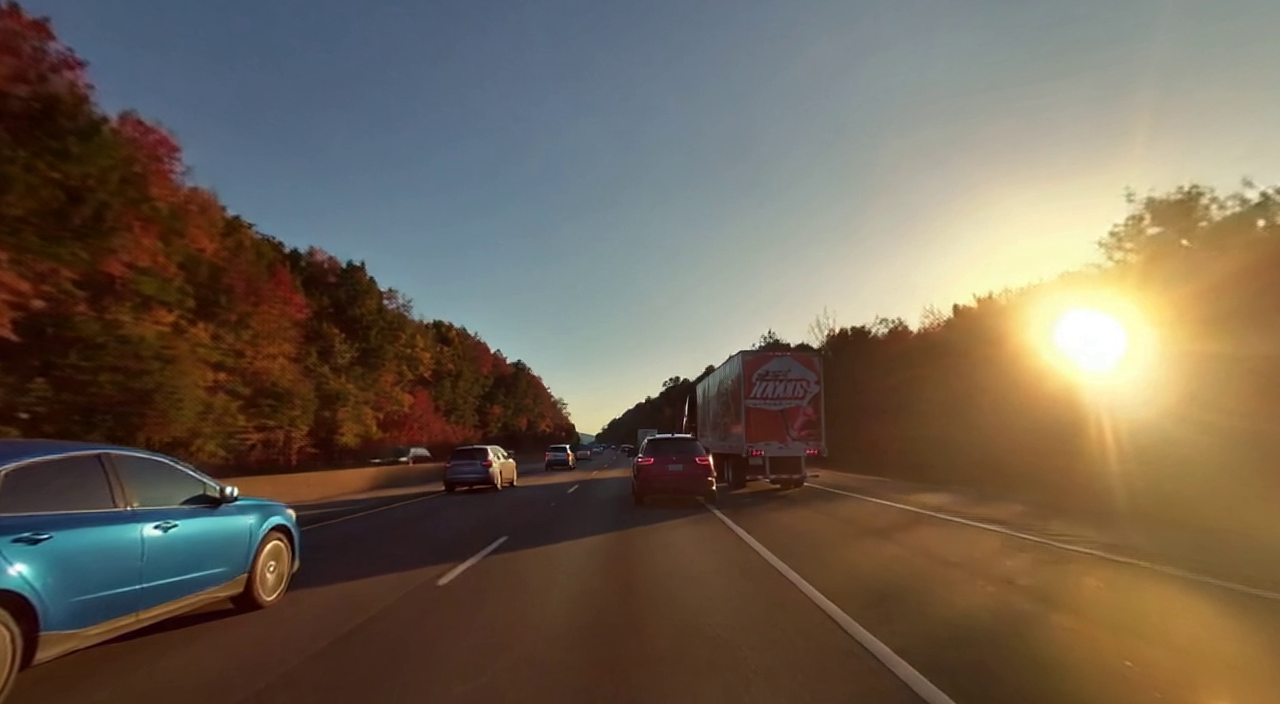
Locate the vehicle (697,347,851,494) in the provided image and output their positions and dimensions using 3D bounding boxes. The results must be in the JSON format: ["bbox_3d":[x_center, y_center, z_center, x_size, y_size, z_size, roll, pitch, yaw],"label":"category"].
[{"bbox_3d":[4.350,2.898,24.698,2.828,4.081,14.220,0,-8,0],"label":"vehicle"}]

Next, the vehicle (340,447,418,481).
[{"bbox_3d":[-12.654,5.425,30.864,1.950,1.467,4.419,0,-8,0],"label":"vehicle"}]

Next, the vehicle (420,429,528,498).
[{"bbox_3d":[-4.360,2.973,17.135,1.905,1.642,3.803,0,-8,0],"label":"vehicle"}]

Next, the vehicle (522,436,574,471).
[{"bbox_3d":[-4.721,5.258,32.908,2.014,1.683,4.275,0,-8,0],"label":"vehicle"}]

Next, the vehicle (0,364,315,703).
[{"bbox_3d":[-4.097,0.997,3.697,1.983,1.666,4.452,0,-8,0],"label":"vehicle"}]

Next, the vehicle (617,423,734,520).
[{"bbox_3d":[0.576,2.335,12.769,2.017,1.662,3.543,0,-8,-1],"label":"vehicle"}]
